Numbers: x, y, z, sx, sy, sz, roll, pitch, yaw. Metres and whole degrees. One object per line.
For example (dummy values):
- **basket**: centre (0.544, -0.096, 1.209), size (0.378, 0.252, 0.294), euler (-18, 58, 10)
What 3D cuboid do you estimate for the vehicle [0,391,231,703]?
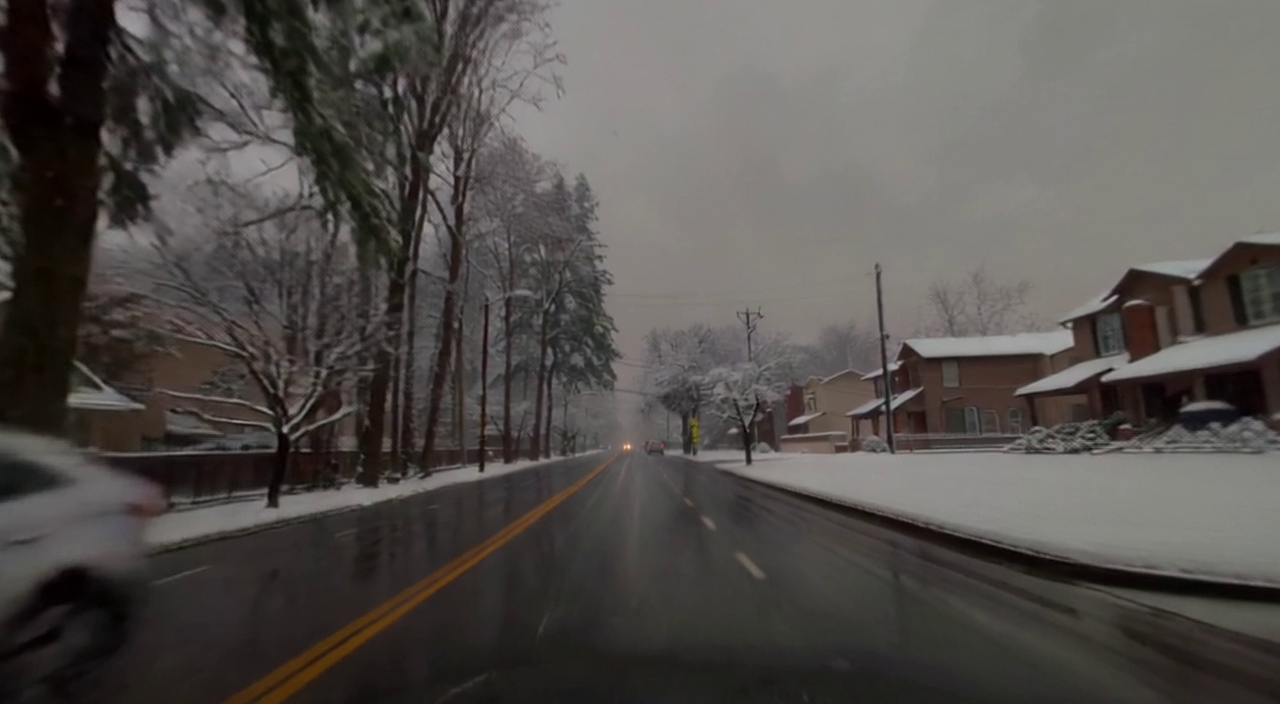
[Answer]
- **vehicle**: centre (-3.844, 0.893, 1.957), size (2.208, 1.663, 4.326), euler (0, -9, 0)
